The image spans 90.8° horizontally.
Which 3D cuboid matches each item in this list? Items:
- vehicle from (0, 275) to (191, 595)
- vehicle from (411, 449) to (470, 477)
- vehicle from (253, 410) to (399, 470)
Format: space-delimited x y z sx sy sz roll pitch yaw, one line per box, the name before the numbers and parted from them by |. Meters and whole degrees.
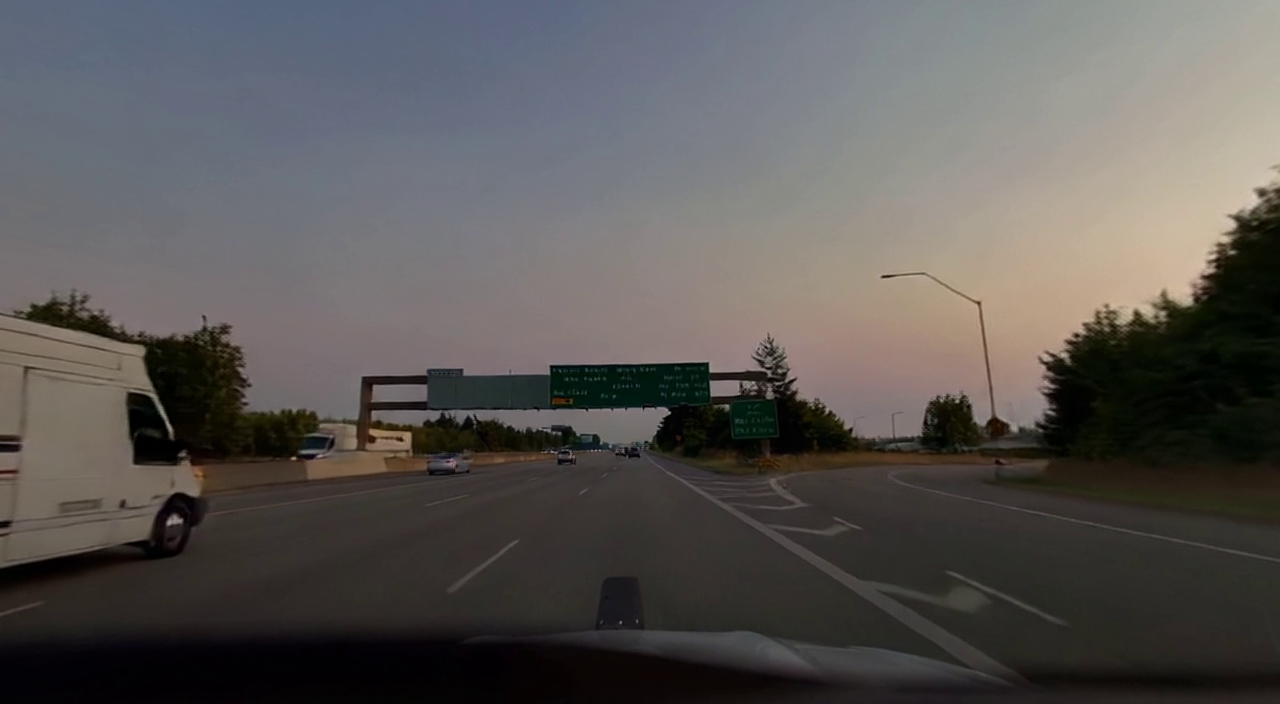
vehicle | -7.307 0.561 4.457 2.747 2.934 7.411 0 -9 0
vehicle | -11.420 6.359 36.470 1.981 1.503 4.207 0 -9 1
vehicle | -23.452 7.035 48.991 3.035 3.827 16.346 -1 -9 0
